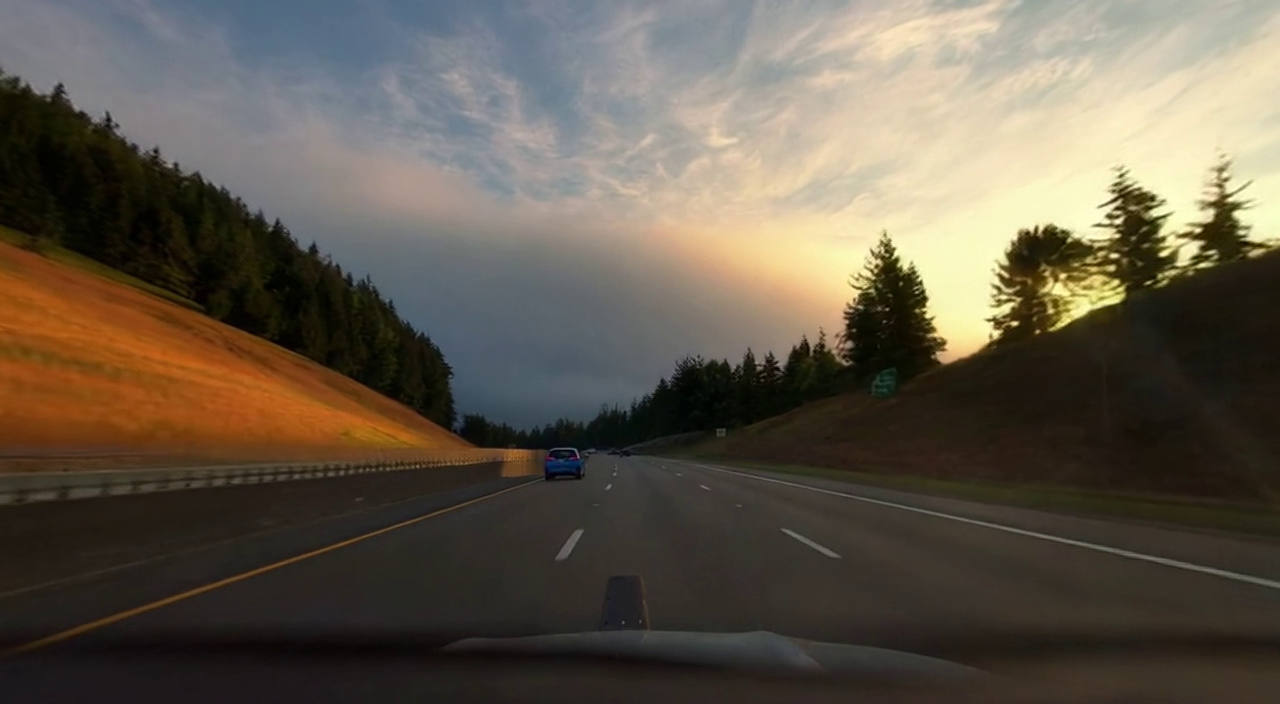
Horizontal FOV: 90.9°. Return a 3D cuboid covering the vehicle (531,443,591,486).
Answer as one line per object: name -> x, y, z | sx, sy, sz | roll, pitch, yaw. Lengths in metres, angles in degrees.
vehicle -> -3.307, 4.828, 27.318 | 2.115, 1.670, 4.261 | 0, -9, -1
